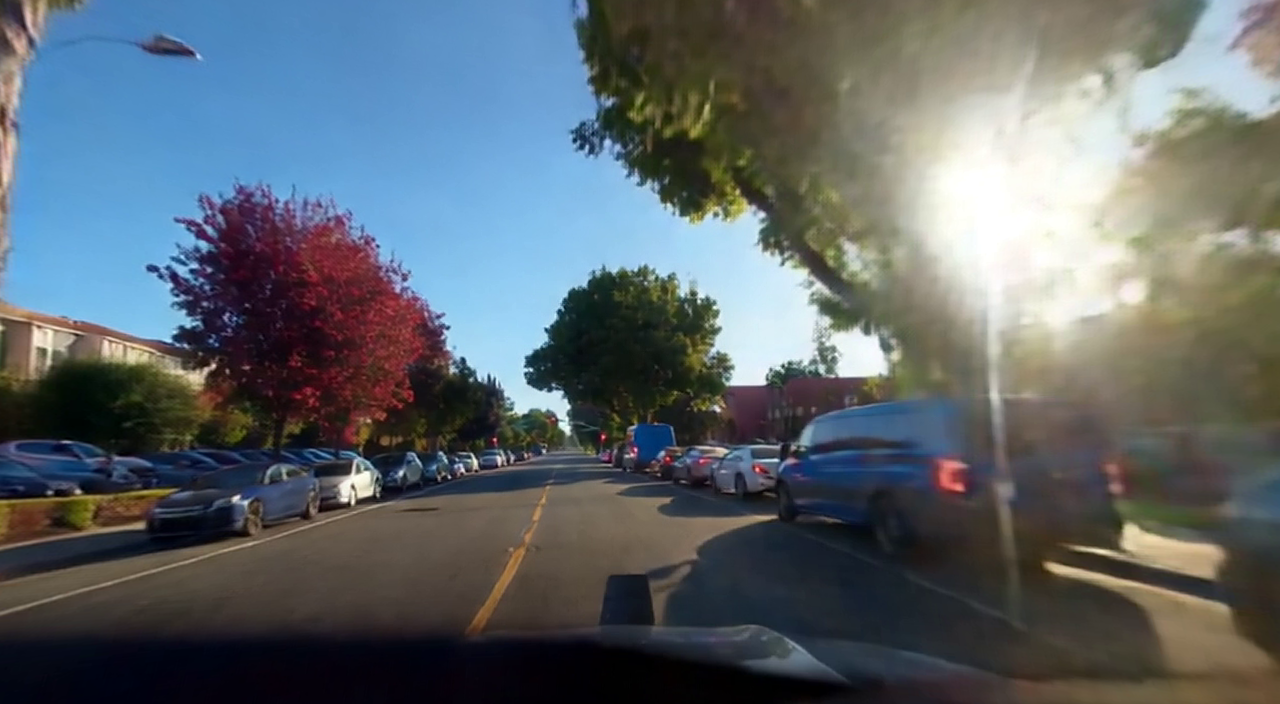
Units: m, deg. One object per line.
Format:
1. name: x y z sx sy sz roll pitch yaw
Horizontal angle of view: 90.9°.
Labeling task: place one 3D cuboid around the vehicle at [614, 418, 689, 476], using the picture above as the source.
1. vehicle: 0.458 5.316 35.411 3.089 2.882 6.770 1 -9 -9

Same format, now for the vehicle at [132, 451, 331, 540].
1. vehicle: -8.331 2.891 13.412 1.950 1.489 4.214 0 -9 -9

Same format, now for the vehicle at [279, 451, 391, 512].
1. vehicle: -8.823 3.718 18.614 1.775 1.433 4.011 -1 -8 -8

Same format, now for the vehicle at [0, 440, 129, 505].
1. vehicle: -17.606 3.387 17.790 4.422 1.689 2.021 0 -9 -6

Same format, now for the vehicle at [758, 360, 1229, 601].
1. vehicle: 3.669 1.579 8.766 2.309 2.035 6.647 0 -9 -4
